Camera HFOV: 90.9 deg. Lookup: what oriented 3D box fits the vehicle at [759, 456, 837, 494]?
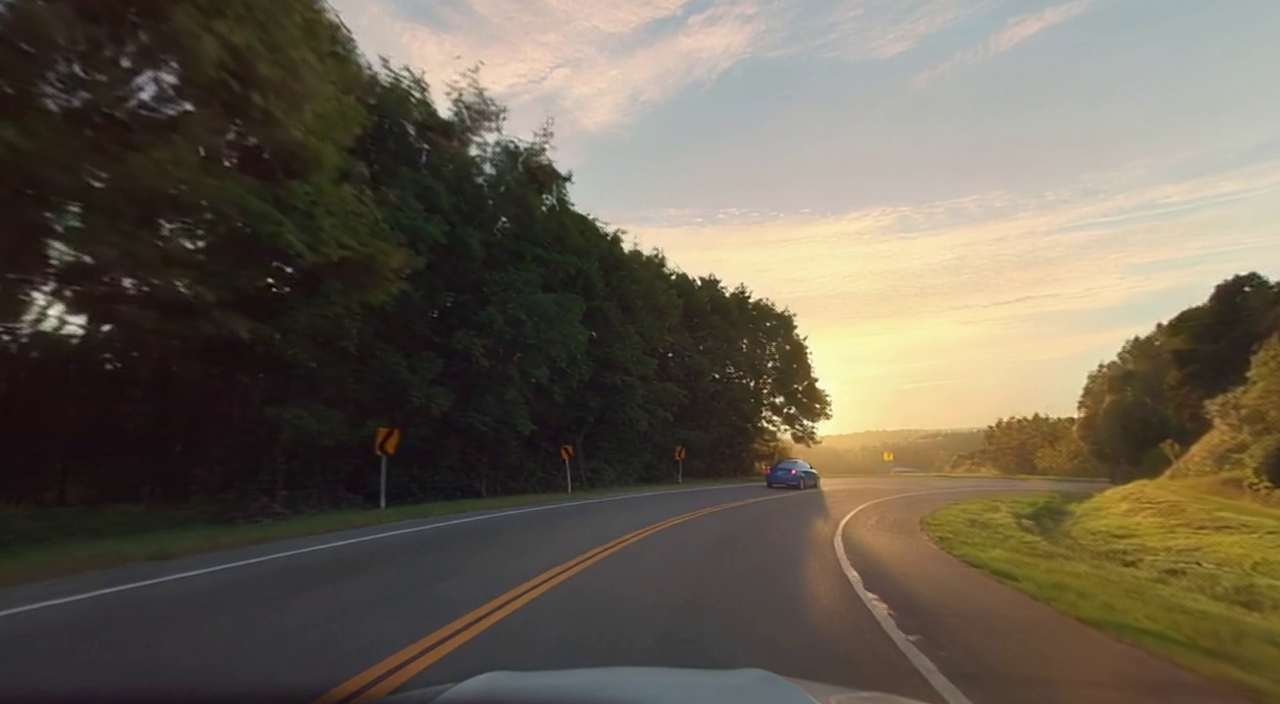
[{"bbox_3d":[7.743,5.942,30.637,1.997,1.692,4.422,-7,-13,37],"label":"vehicle"}]
